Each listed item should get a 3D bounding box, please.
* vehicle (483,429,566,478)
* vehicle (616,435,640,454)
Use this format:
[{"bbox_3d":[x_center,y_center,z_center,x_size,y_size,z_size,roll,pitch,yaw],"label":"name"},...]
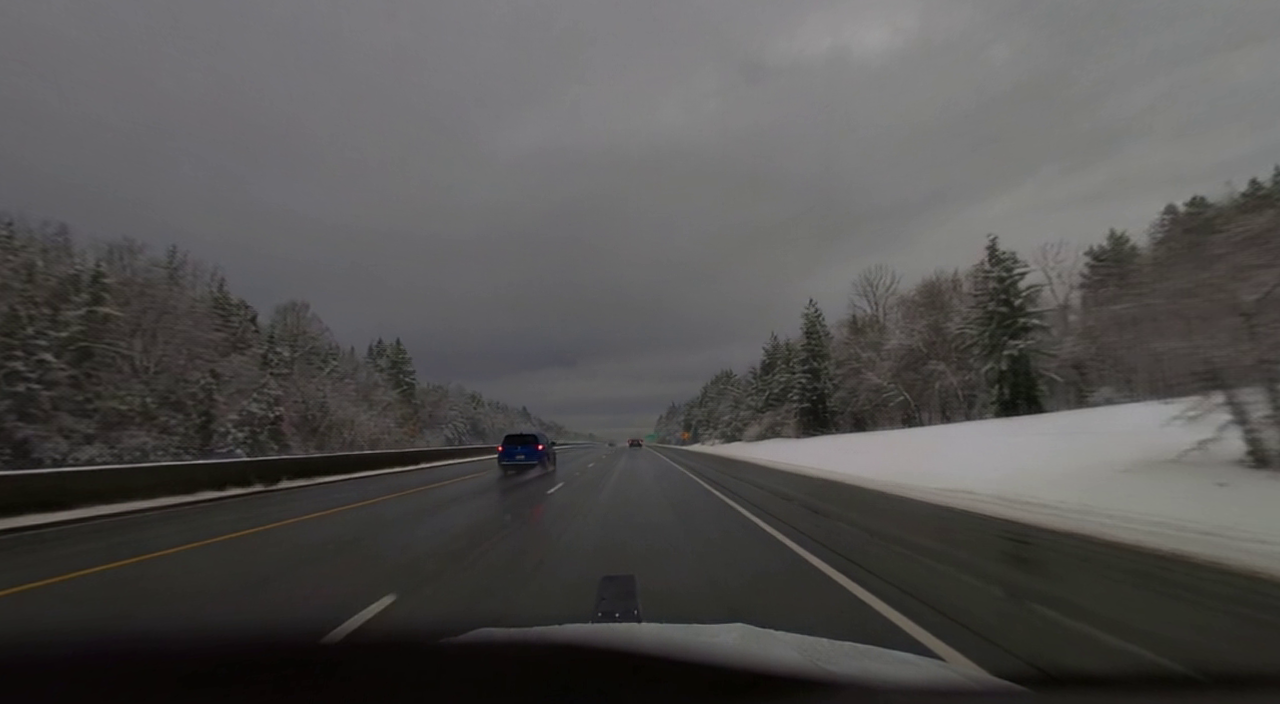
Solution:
[{"bbox_3d":[-3.935,3.530,22.345,2.072,1.545,4.767,0,-8,0],"label":"vehicle"},{"bbox_3d":[-0.925,7.200,49.254,1.836,1.450,3.519,0,-8,-1],"label":"vehicle"}]
